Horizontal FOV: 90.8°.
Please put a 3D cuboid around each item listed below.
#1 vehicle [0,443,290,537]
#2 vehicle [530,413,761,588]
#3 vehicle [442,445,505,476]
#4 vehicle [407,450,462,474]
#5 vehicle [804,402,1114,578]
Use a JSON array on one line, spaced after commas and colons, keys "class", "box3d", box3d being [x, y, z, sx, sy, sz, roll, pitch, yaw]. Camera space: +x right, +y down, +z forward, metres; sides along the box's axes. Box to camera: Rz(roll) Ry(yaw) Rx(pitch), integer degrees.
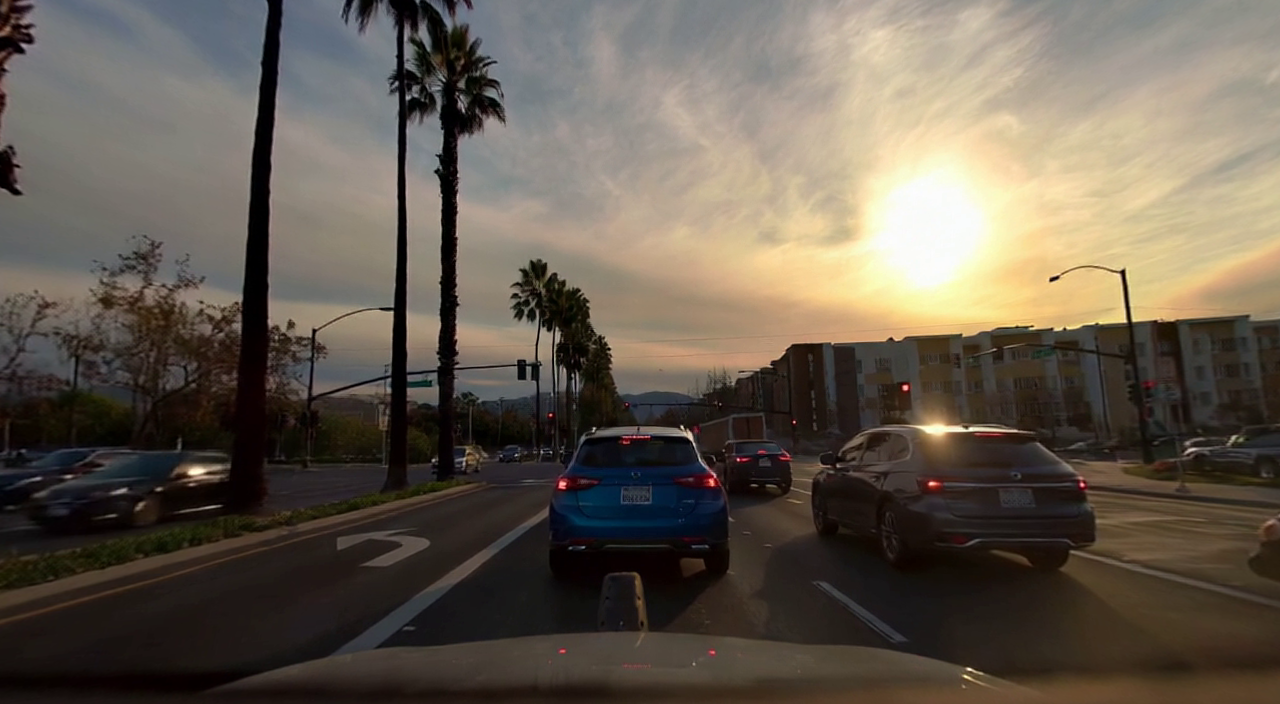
[{"class": "vehicle", "box3d": [-9.165, 2.517, 12.225, 2.168, 1.462, 4.505, 0, -9, 1]}, {"class": "vehicle", "box3d": [0.040, 1.658, 7.808, 2.083, 1.572, 4.021, 0, -9, 0]}, {"class": "vehicle", "box3d": [-8.576, 5.606, 32.969, 1.975, 1.478, 4.670, 0, -9, 0]}, {"class": "vehicle", "box3d": [-12.367, 6.644, 38.331, 1.946, 1.347, 4.021, 0, -9, 1]}, {"class": "vehicle", "box3d": [3.704, 1.683, 8.396, 1.947, 1.725, 4.159, 0, -9, 1]}]
